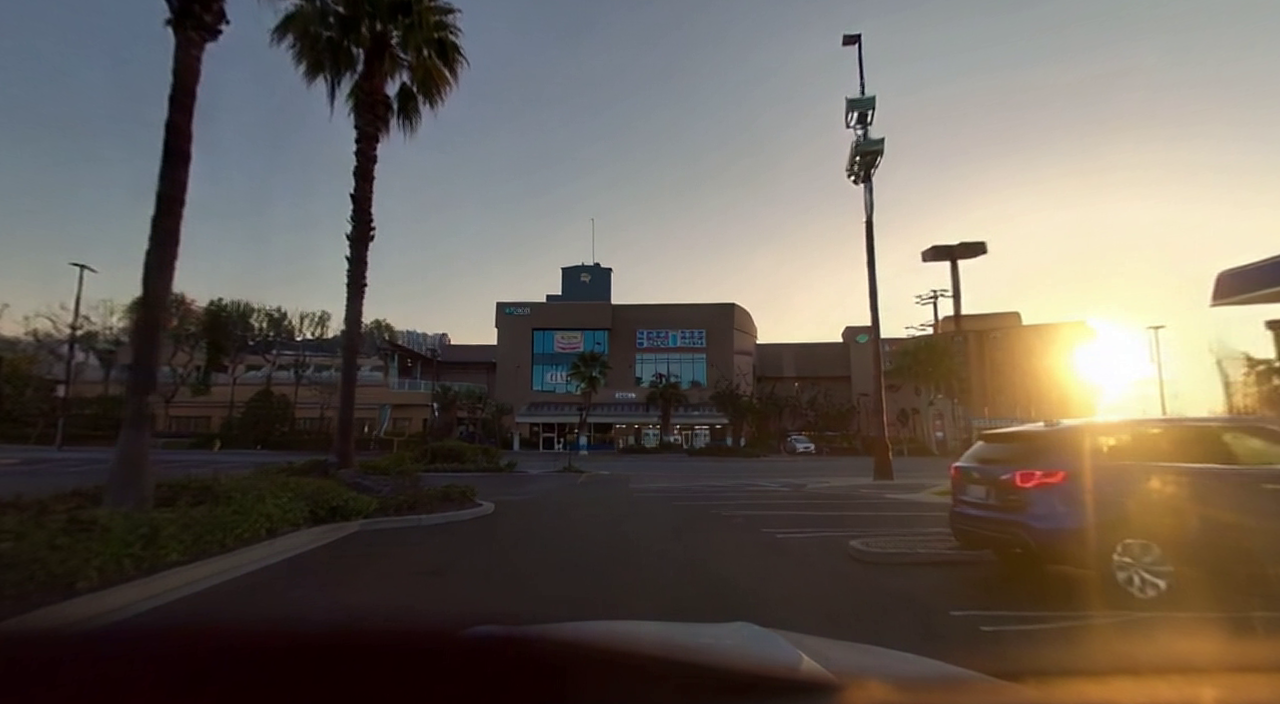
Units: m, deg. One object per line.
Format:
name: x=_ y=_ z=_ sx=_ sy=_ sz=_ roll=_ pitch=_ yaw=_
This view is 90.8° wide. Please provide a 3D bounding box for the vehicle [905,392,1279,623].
vehicle: x=5.432 y=1.416 z=6.315 sx=4.560 sy=1.818 sz=2.148 roll=1 pitch=-8 yaw=-4
